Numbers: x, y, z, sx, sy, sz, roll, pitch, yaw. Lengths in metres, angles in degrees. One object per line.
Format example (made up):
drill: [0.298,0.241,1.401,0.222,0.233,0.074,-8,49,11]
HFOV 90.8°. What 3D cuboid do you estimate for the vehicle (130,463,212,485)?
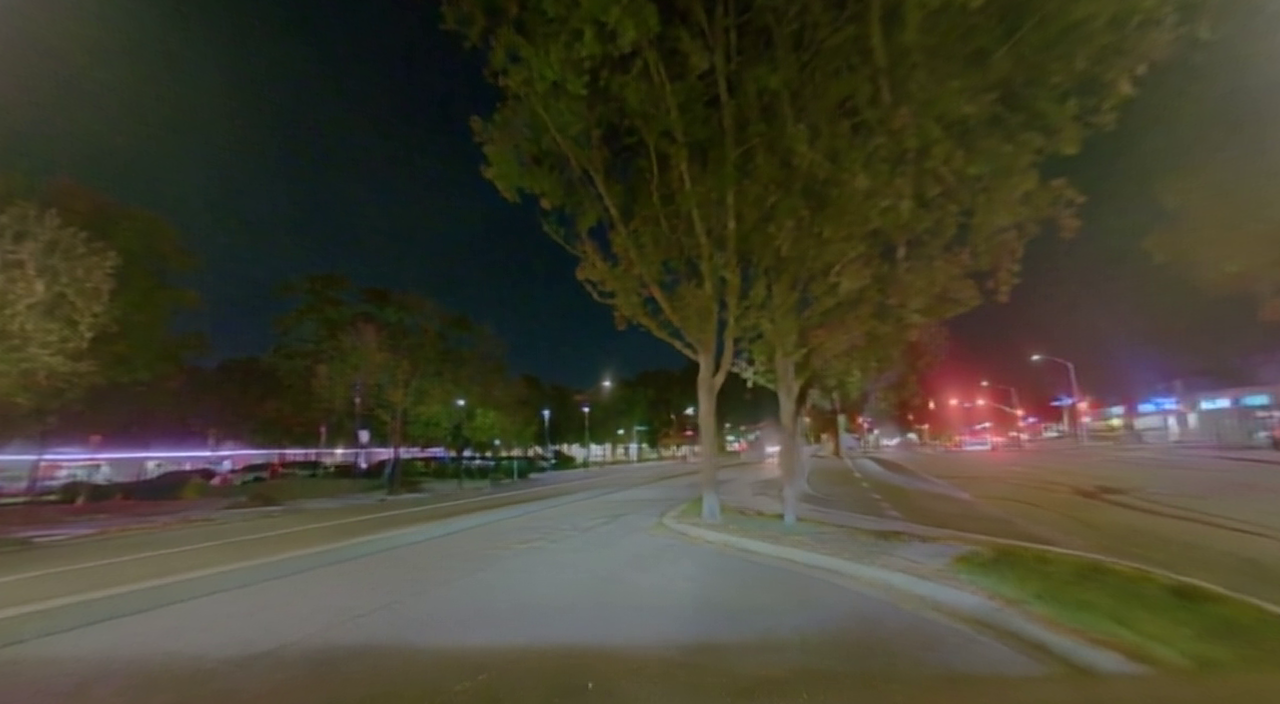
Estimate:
vehicle: [-33.441,8.692,45.141,4.317,1.418,1.734,1,-9,-9]

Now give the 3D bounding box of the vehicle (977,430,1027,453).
vehicle: [27.116,6.735,47.455,2.100,1.638,4.545,-3,-9,15]

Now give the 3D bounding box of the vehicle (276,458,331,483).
vehicle: [-23.631,8.258,44.324,4.416,1.541,2.102,-9,-12,44]

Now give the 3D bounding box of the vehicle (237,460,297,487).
vehicle: [-23.969,7.726,40.468,2.121,1.541,5.124,8,-12,-42]

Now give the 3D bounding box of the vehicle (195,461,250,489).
vehicle: [-25.558,7.460,38.585,2.130,1.458,4.157,7,-11,-40]

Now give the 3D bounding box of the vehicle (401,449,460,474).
vehicle: [-16.093,8.325,48.300,2.112,1.719,5.483,8,-12,-43]
